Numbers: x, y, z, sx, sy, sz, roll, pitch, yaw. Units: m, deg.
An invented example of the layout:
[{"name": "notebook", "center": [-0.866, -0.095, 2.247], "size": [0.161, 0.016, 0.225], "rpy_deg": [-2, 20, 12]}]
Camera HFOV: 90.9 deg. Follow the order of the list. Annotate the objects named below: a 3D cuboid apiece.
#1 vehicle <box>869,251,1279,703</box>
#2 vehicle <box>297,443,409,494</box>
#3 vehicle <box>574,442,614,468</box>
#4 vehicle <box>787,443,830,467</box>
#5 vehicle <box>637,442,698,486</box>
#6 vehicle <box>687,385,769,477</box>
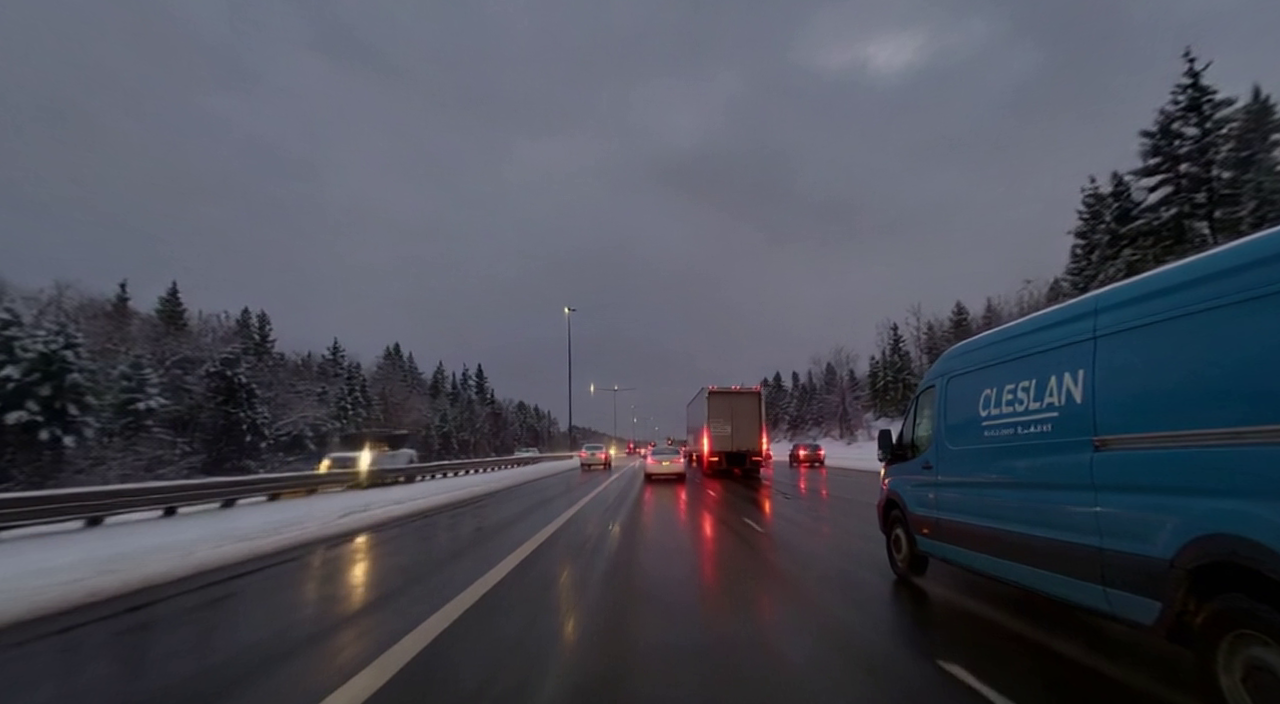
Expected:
[{"name": "vehicle", "center": [3.628, 0.848, 3.725], "size": [2.441, 2.017, 5.739], "rpy_deg": [0, -9, 1]}, {"name": "vehicle", "center": [-12.012, 4.889, 26.954], "size": [2.166, 1.890, 5.403], "rpy_deg": [0, -9, 1]}, {"name": "vehicle", "center": [-2.904, 6.687, 41.050], "size": [2.182, 1.601, 4.364], "rpy_deg": [0, -9, 1]}, {"name": "vehicle", "center": [11.206, 6.863, 42.268], "size": [1.870, 1.525, 3.680], "rpy_deg": [0, -9, 0]}, {"name": "vehicle", "center": [0.917, 4.168, 23.735], "size": [2.063, 1.469, 4.208], "rpy_deg": [0, -9, 0]}, {"name": "vehicle", "center": [4.373, 4.442, 34.337], "size": [2.821, 4.077, 12.562], "rpy_deg": [0, -9, 1]}]
